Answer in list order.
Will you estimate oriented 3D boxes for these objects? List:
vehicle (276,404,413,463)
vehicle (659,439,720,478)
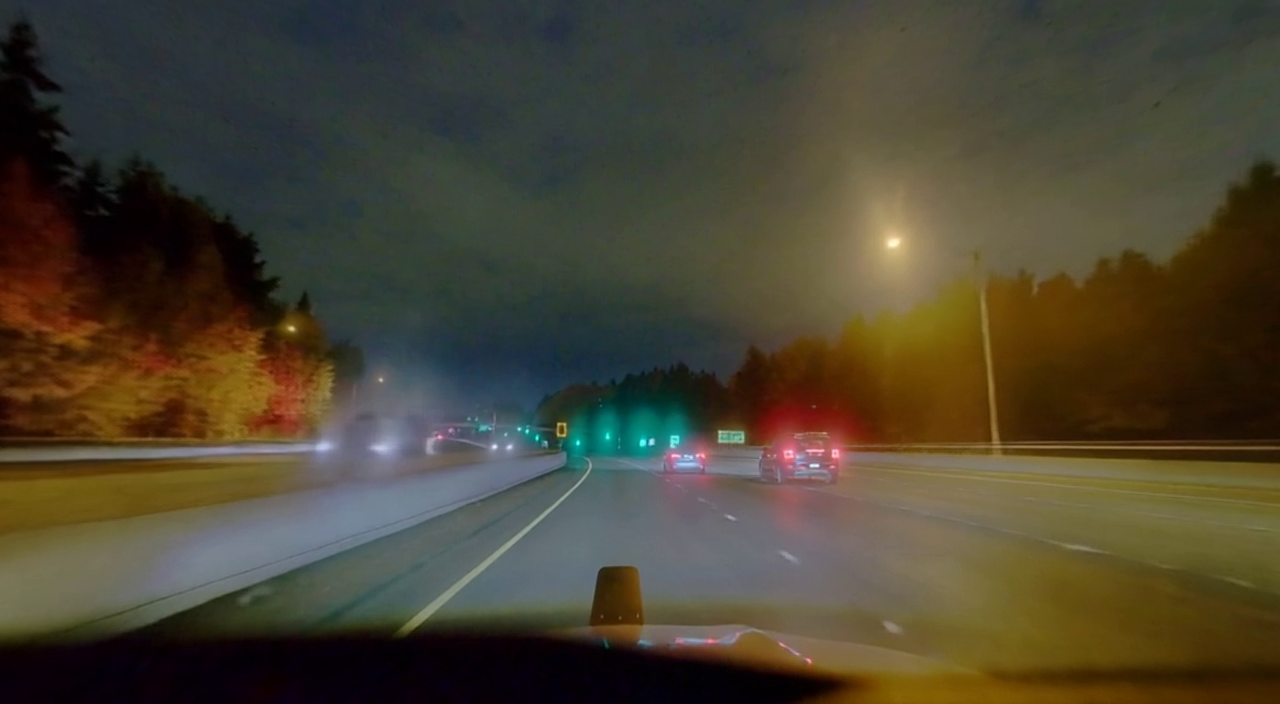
[{"bbox_3d":[-9.342,2.708,20.365,2.185,1.675,4.704,0,-9,-1],"label":"vehicle"},{"bbox_3d":[2.216,4.945,29.286,2.337,1.633,4.222,0,-9,-2],"label":"vehicle"}]
